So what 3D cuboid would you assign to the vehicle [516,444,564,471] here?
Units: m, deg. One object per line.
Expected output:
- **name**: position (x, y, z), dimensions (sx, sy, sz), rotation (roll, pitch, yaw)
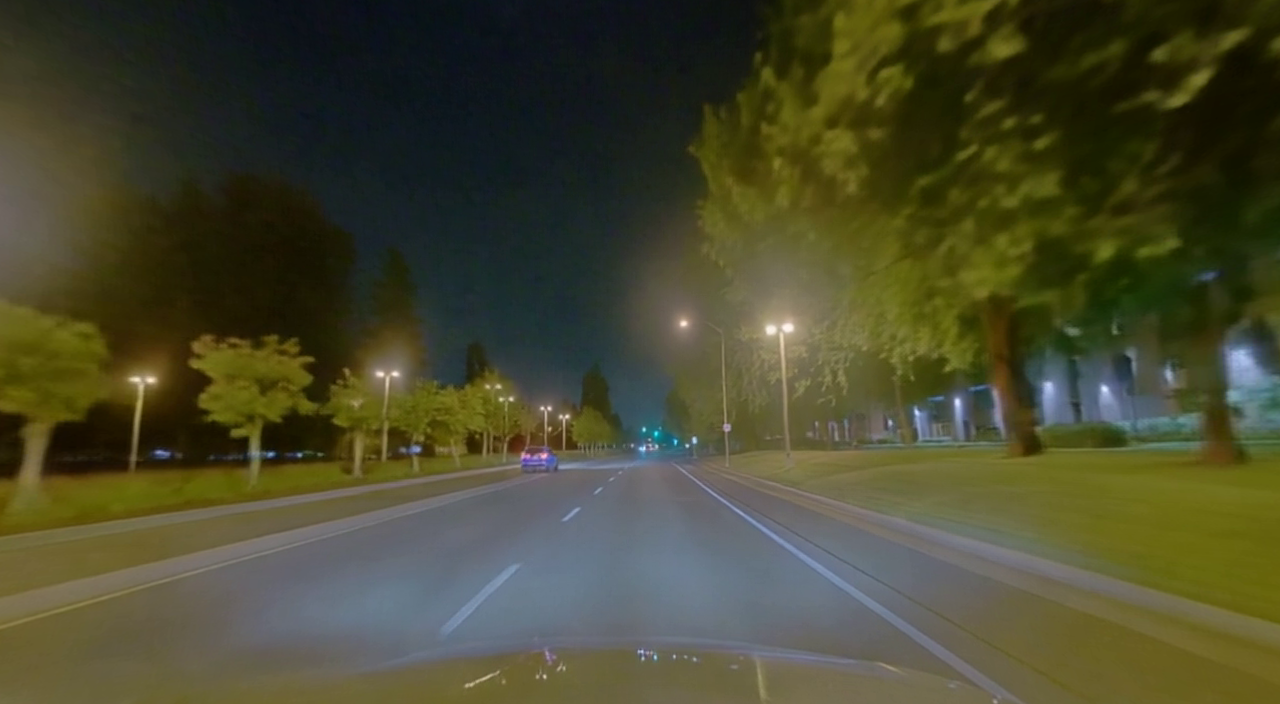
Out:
- **vehicle**: position (-5.865, 6.217, 37.439), dimensions (1.945, 1.461, 4.605), rotation (0, -8, 2)
